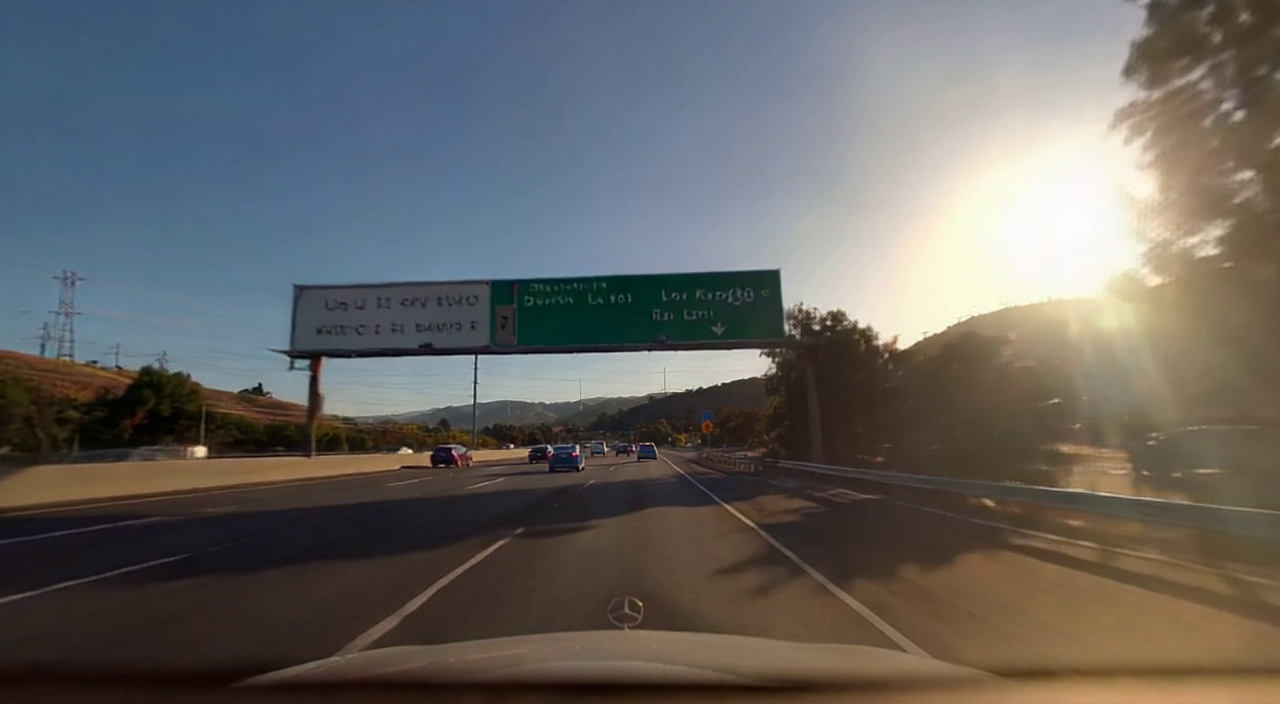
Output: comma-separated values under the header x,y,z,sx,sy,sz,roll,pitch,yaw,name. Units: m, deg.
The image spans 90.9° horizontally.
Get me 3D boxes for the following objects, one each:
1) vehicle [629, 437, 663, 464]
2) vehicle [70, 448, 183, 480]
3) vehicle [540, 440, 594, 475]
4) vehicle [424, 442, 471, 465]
x,y,z,sx,sy,sz,roll,pitch,yaw,name
0.389,6.821,43.728,2.194,1.737,4.127,0,-8,0,vehicle
-28.071,6.122,34.738,1.976,1.549,5.017,0,-8,1,vehicle
-3.392,5.013,30.252,1.967,1.517,4.808,0,-8,1,vehicle
-14.277,7.505,46.993,2.047,1.608,4.257,0,-8,1,vehicle
